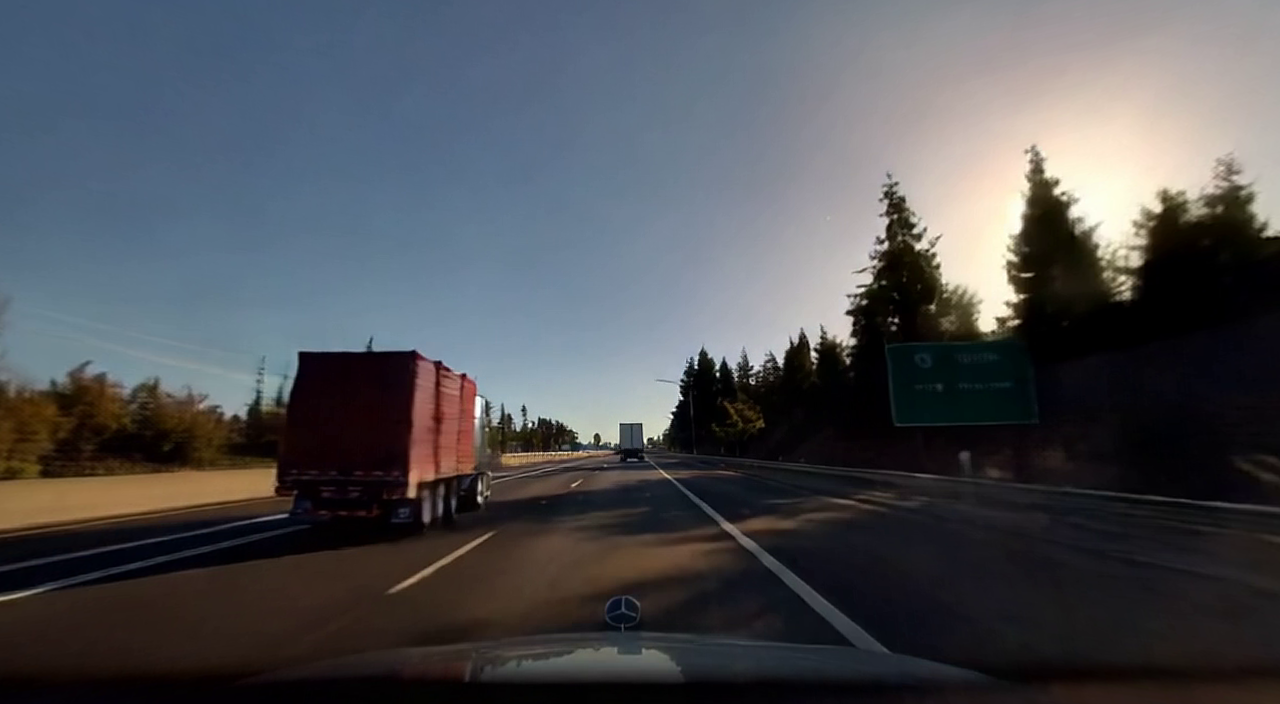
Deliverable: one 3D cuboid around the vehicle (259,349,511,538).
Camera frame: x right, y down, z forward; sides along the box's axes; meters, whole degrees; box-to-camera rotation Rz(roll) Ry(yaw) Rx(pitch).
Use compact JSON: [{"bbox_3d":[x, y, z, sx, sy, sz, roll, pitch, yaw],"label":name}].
[{"bbox_3d":[-4.423,1.837,12.592,2.368,2.813,6.329,0,-9,0],"label":"vehicle"}]
